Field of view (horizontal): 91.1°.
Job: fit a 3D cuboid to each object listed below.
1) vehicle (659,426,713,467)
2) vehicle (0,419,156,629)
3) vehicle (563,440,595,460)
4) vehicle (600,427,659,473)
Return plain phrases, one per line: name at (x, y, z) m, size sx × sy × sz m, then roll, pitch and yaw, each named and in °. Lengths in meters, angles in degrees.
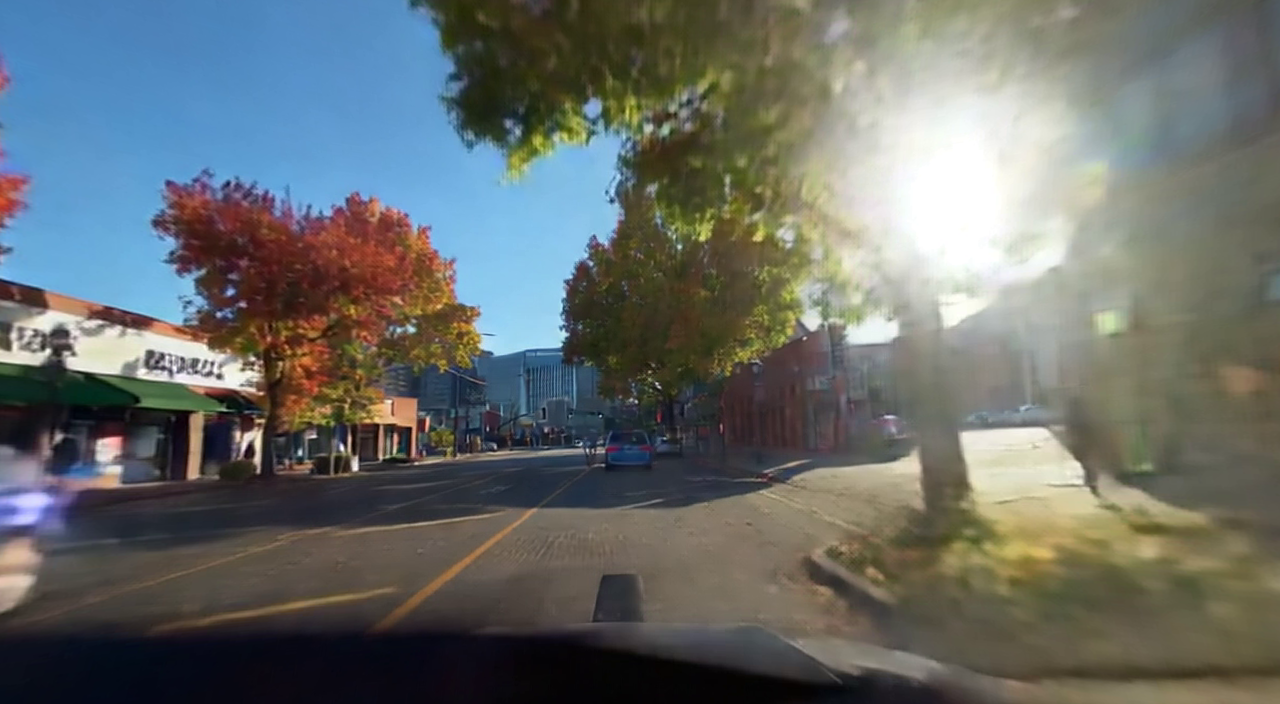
vehicle at (2.301, 4.894, 32.674) m, size 2.147 × 1.968 × 4.478 m, roll 1°, pitch -8°, yaw -4°
vehicle at (-5.566, 1.125, 3.736) m, size 2.121 × 1.489 × 4.430 m, roll 1°, pitch -8°, yaw -5°
vehicle at (-4.614, 7.456, 48.159) m, size 2.096 × 1.415 × 4.515 m, roll 0°, pitch -8°, yaw -1°
vehicle at (-0.469, 4.036, 26.118) m, size 2.274 × 1.736 × 4.083 m, roll 0°, pitch -8°, yaw -2°
